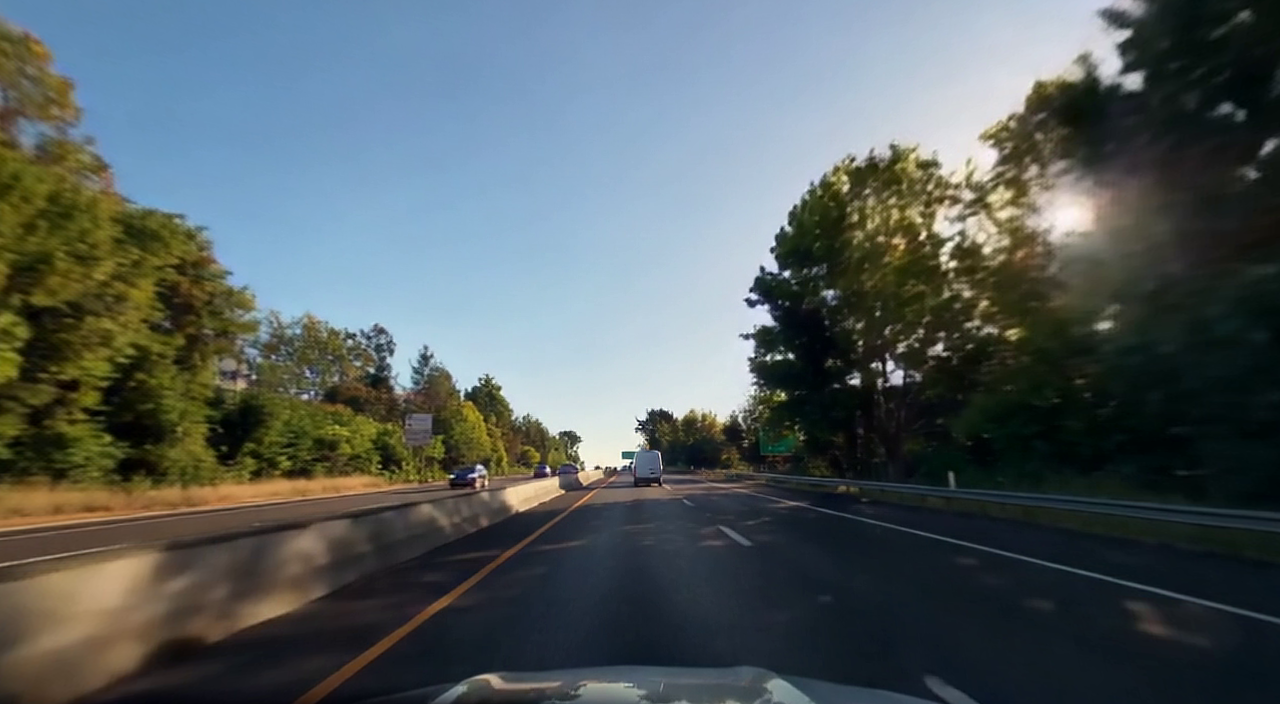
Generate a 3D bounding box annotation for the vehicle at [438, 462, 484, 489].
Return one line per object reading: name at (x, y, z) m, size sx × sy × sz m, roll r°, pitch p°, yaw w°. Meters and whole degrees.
vehicle at (-12.950, 8.966, 45.780) m, size 2.101 × 1.841 × 4.167 m, roll 1°, pitch -11°, yaw -1°

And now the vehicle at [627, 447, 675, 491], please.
vehicle at (0.522, 6.381, 34.393) m, size 2.429 × 2.167 × 4.558 m, roll 1°, pitch -11°, yaw -2°
